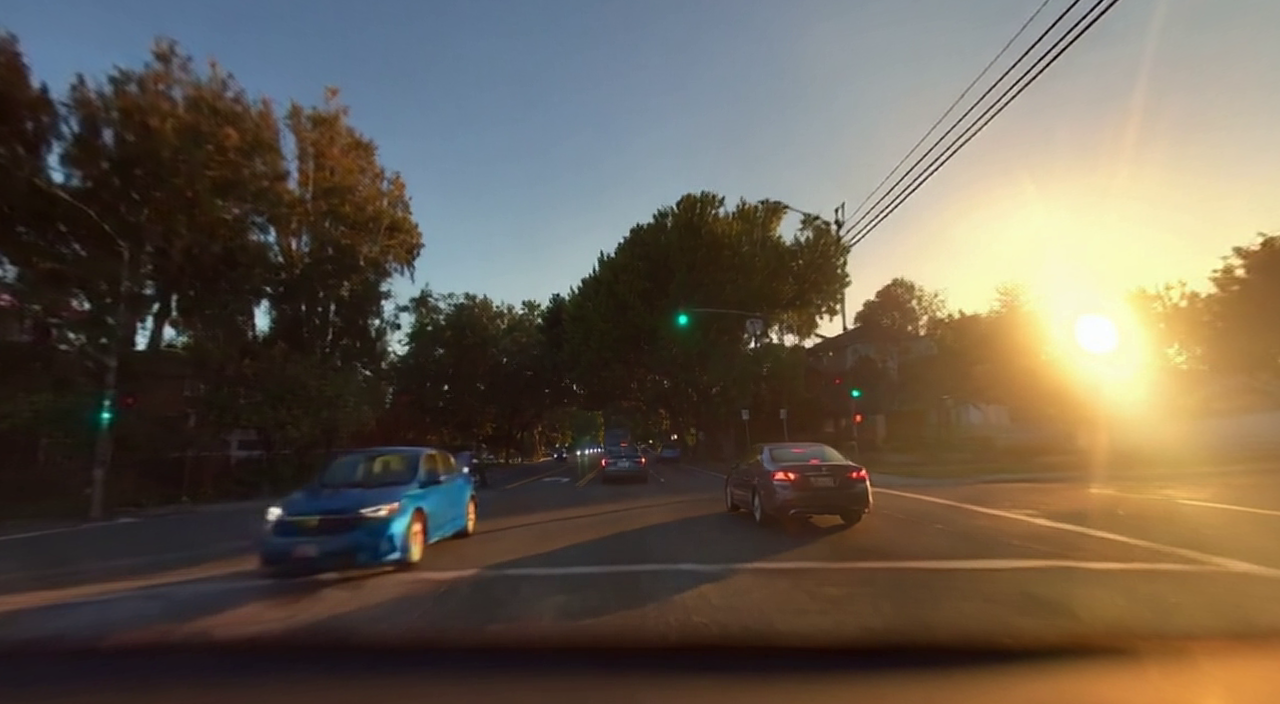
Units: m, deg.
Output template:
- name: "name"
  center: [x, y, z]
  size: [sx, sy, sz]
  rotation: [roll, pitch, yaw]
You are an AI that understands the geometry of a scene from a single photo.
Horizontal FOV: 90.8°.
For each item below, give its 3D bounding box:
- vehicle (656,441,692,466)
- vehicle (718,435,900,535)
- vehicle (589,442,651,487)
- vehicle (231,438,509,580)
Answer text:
- name: "vehicle"
  center: [2.534, 7.707, 48.178]
  size: [2.187, 1.847, 4.553]
  rotation: [0, -8, -3]
- name: "vehicle"
  center: [2.769, 2.278, 11.558]
  size: [1.973, 1.447, 4.402]
  rotation: [0, -8, -2]
- name: "vehicle"
  center: [-0.745, 4.133, 23.586]
  size: [2.114, 1.483, 4.207]
  rotation: [0, -8, -2]
- name: "vehicle"
  center: [-3.332, 1.996, 9.058]
  size: [2.096, 1.472, 4.618]
  rotation: [0, -8, -2]
